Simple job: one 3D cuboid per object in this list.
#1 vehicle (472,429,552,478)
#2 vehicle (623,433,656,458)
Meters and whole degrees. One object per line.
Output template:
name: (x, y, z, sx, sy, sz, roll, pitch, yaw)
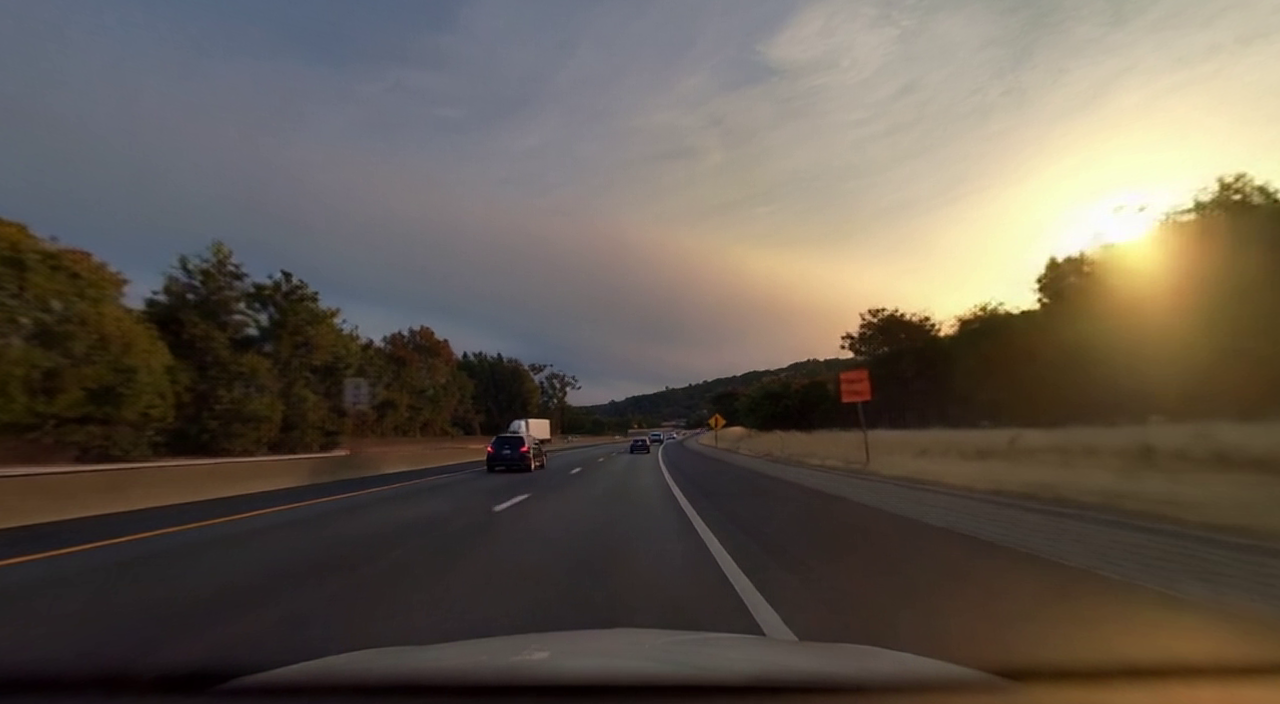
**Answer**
vehicle: (-4.683, 3.793, 23.716, 2.075, 1.653, 4.317, -1, -8, 1)
vehicle: (-0.056, 6.492, 43.758, 2.146, 1.636, 4.026, 0, -8, 0)
